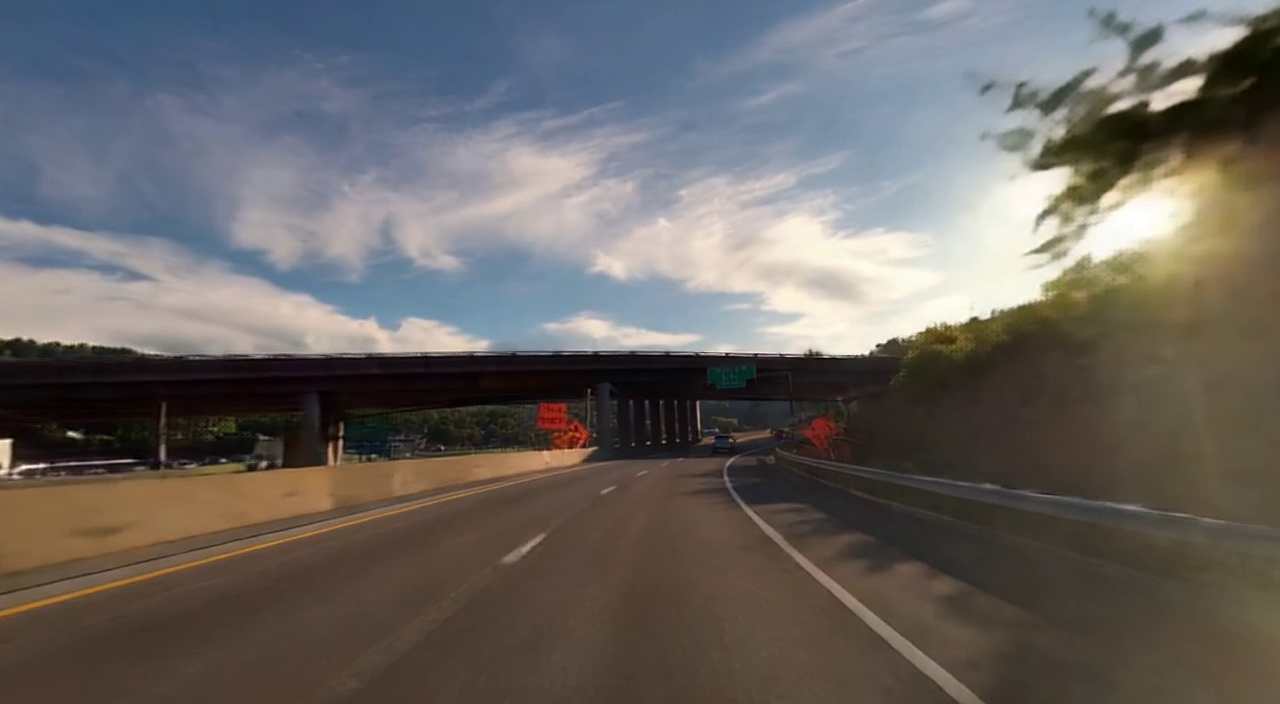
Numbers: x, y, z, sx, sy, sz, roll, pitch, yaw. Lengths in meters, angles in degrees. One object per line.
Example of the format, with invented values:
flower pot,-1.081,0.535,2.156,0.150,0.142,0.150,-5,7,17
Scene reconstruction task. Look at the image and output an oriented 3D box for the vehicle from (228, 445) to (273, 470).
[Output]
vehicle,-29.798,8.025,48.225,1.878,1.761,4.049,2,-8,-17
